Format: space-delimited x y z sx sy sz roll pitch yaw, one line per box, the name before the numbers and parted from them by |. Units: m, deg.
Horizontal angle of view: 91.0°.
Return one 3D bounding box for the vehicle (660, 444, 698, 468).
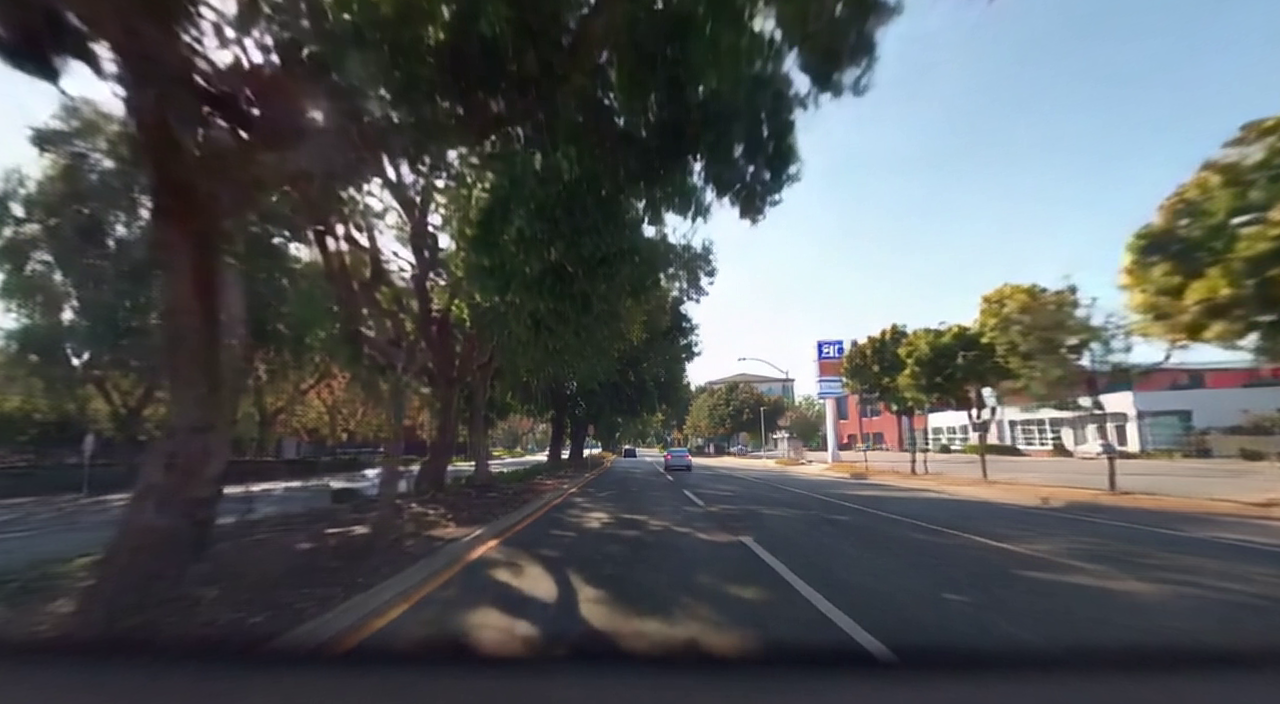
vehicle | 2.484 6.744 41.048 2.015 1.479 4.444 0 -9 -2
